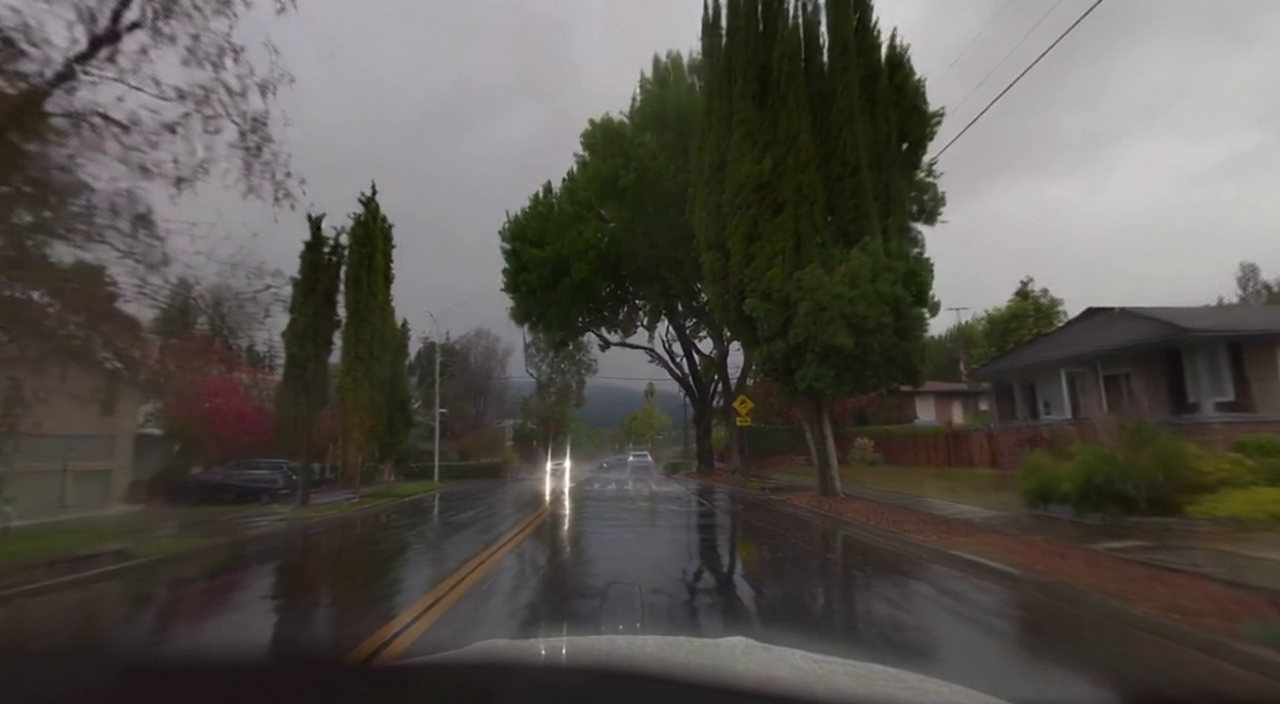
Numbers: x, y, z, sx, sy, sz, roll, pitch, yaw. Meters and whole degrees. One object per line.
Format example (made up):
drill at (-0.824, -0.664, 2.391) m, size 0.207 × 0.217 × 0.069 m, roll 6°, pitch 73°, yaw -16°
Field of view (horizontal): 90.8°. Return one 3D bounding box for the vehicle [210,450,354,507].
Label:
vehicle at (-17.157, 6.015, 30.454) m, size 5.586 × 2.532 × 2.444 m, roll -1°, pitch -8°, yaw 8°

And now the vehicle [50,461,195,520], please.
vehicle at (-26.399, 7.060, 32.317) m, size 5.794 × 2.630 × 2.500 m, roll -4°, pitch -9°, yaw 12°

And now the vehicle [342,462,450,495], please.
vehicle at (-12.350, 6.404, 32.138) m, size 4.676 × 1.484 × 2.068 m, roll -2°, pitch -8°, yaw 12°

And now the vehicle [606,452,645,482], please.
vehicle at (-0.848, 6.298, 34.878) m, size 2.022 × 1.481 × 4.050 m, roll 0°, pitch -8°, yaw -3°
